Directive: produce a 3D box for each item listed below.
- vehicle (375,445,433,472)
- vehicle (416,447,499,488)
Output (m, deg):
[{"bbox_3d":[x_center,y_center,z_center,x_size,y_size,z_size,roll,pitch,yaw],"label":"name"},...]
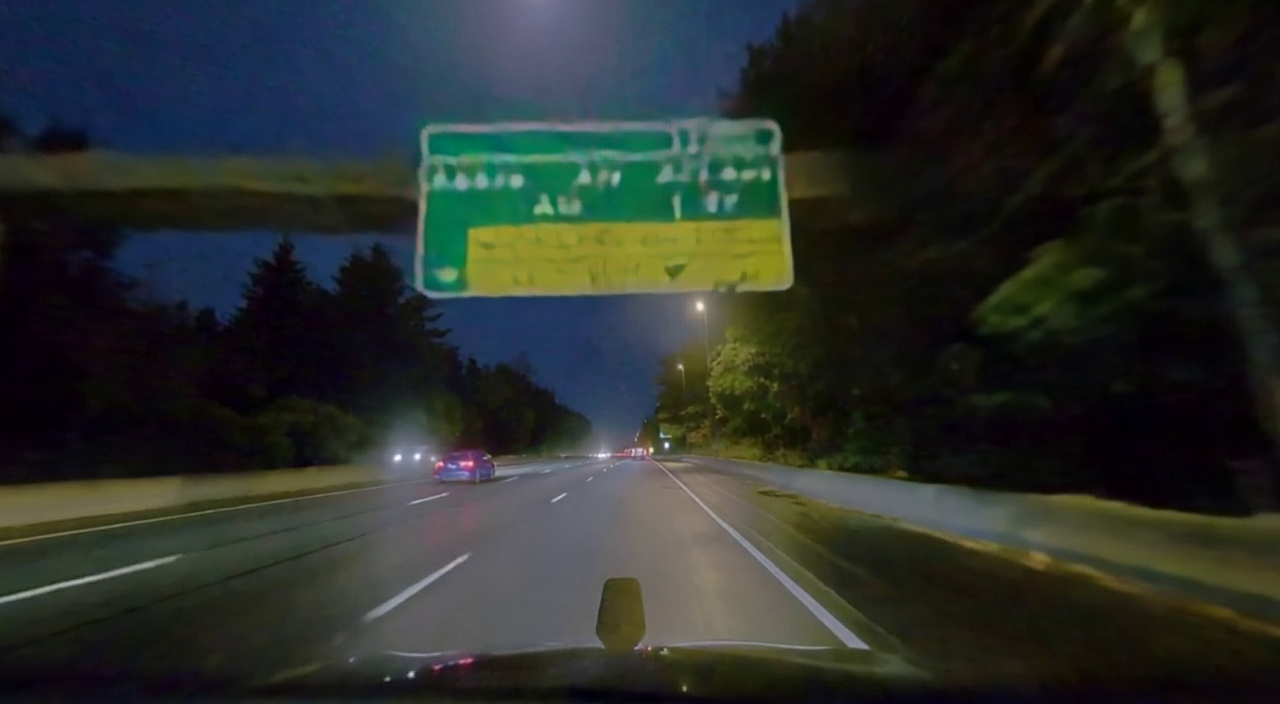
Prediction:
[{"bbox_3d":[-18.170,8.224,48.762,2.307,1.965,5.330,0,-9,1],"label":"vehicle"},{"bbox_3d":[-7.658,4.851,26.944,2.094,1.579,4.655,0,-9,0],"label":"vehicle"}]
